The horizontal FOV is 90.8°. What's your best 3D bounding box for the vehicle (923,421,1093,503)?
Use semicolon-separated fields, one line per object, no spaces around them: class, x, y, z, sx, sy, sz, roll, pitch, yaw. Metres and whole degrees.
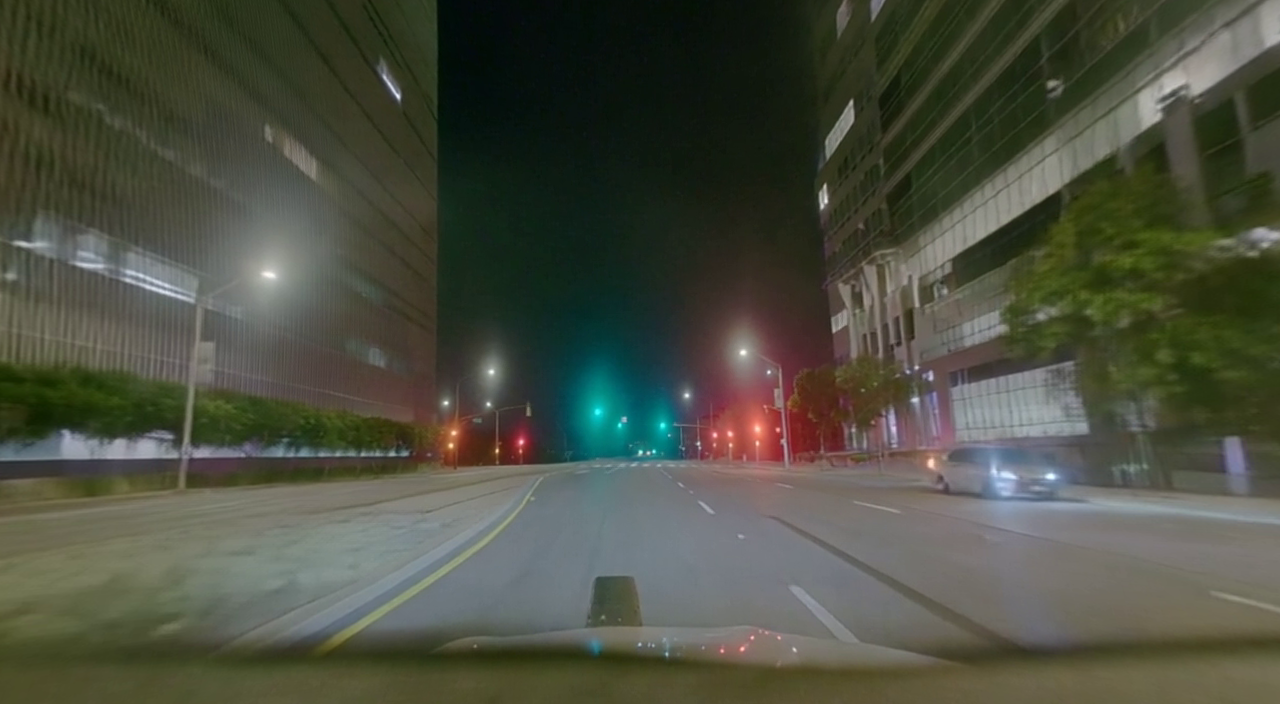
vehicle;10.039;3.052;17.800;2.101;1.957;4.718;0;-9;3
